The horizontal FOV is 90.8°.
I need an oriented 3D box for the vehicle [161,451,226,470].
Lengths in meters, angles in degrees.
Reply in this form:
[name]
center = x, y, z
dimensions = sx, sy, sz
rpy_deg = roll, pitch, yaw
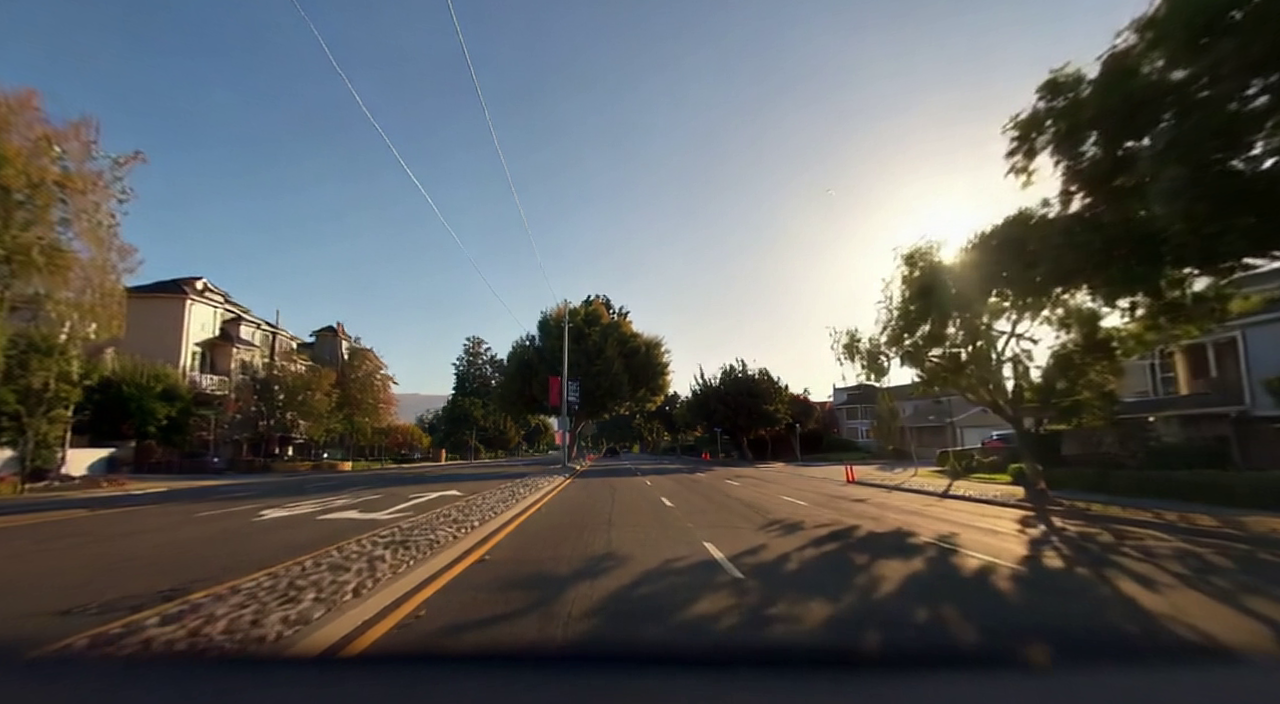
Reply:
[vehicle]
center = -34.271, 8.328, 48.544
dimensions = 3.732, 1.453, 1.721
rpy_deg = -1, -9, 3
